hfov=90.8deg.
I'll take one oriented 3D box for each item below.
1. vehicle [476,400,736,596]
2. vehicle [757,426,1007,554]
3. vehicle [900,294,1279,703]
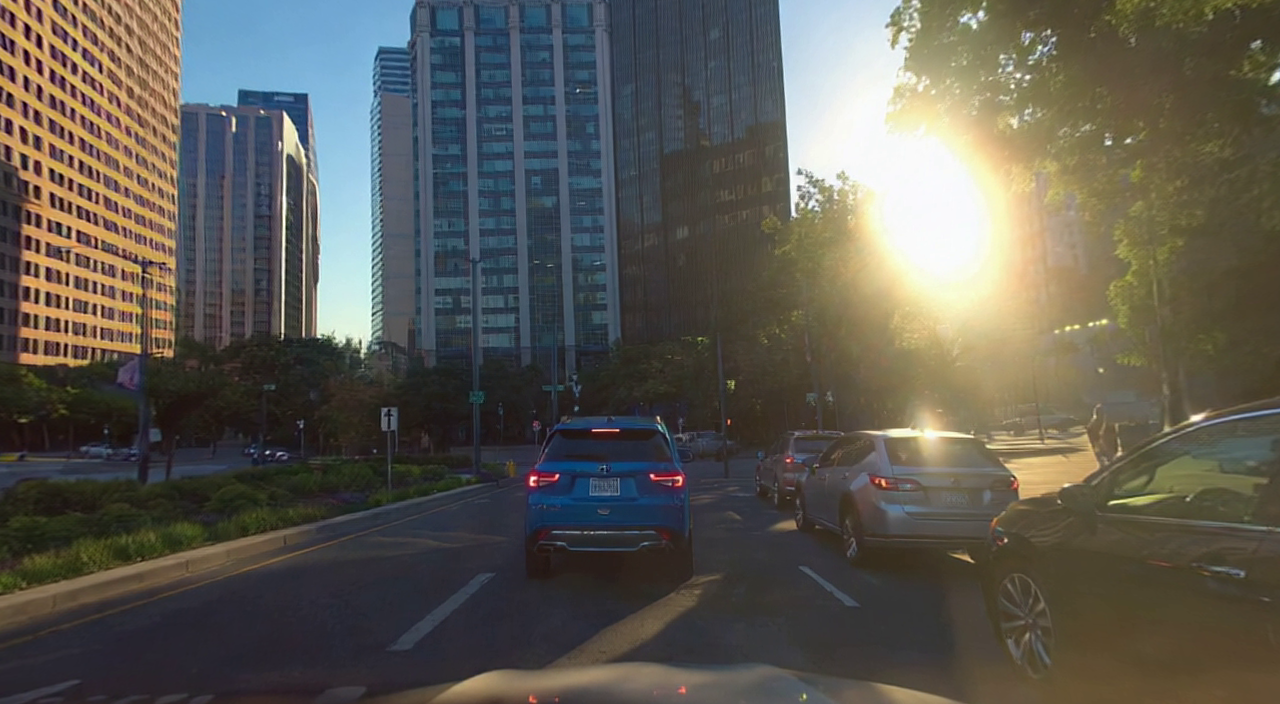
[{"bbox_3d":[-0.349,1.578,7.612,2.249,1.684,4.084,0,-9,-2],"label":"vehicle"},{"bbox_3d":[3.288,1.977,9.813,1.941,1.482,4.632,0,-9,-2],"label":"vehicle"},{"bbox_3d":[2.997,0.752,2.241,2.063,1.760,4.664,0,-9,-1],"label":"vehicle"}]
